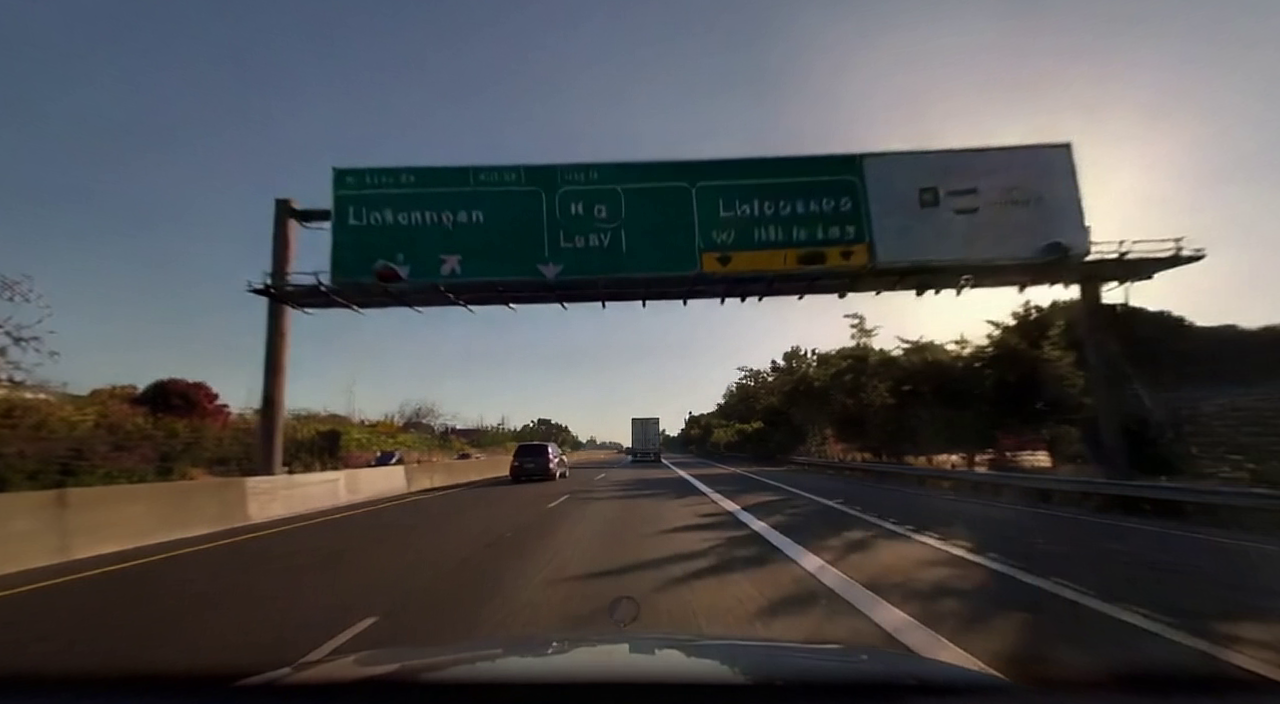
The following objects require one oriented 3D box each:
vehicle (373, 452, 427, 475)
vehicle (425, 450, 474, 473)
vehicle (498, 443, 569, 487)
[{"bbox_3d":[-17.068,7.900,45.119,1.993,1.507,4.685,0,-9,1],"label":"vehicle"},{"bbox_3d":[-13.078,7.518,43.557,1.958,1.438,4.420,0,-9,1],"label":"vehicle"},{"bbox_3d":[-4.284,4.637,26.224,2.016,1.636,4.964,0,-9,1],"label":"vehicle"}]
